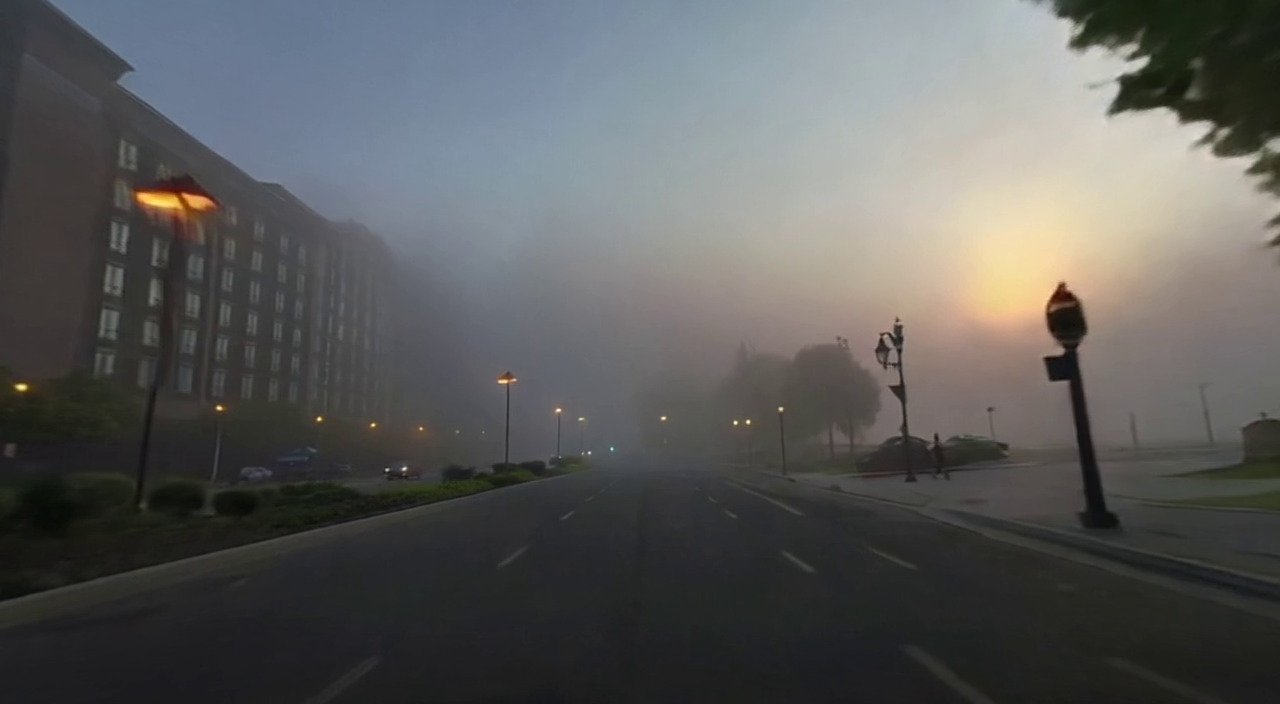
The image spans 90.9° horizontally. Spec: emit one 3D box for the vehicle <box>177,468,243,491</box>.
[{"bbox_3d":[-31.671,9.371,46.573,1.799,1.473,4.490,0,-8,-2],"label":"vehicle"}]

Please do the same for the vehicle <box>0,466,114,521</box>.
[{"bbox_3d":[-18.835,4.257,19.132,1.835,1.417,4.352,0,-8,2],"label":"vehicle"}]
